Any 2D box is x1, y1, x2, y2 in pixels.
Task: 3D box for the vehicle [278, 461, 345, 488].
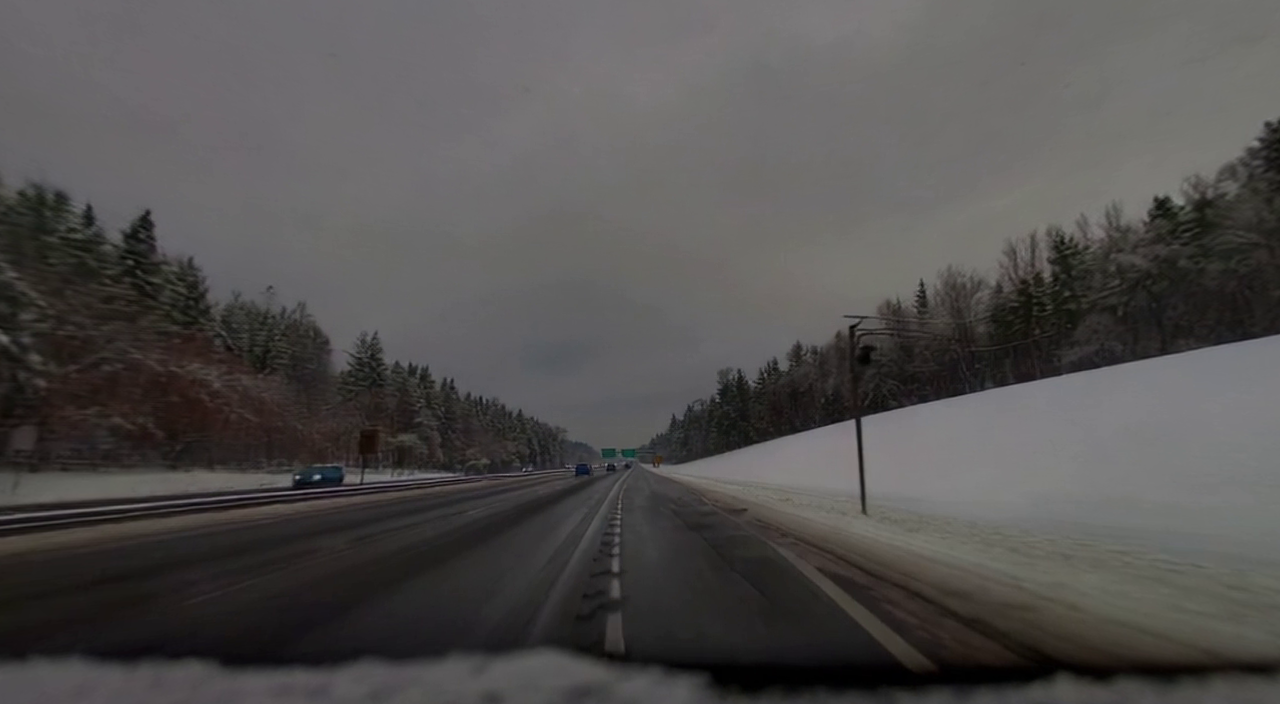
[{"bbox_3d":[-19.939,7.455,38.423,1.874,1.460,4.124,1,-10,-1],"label":"vehicle"}]
